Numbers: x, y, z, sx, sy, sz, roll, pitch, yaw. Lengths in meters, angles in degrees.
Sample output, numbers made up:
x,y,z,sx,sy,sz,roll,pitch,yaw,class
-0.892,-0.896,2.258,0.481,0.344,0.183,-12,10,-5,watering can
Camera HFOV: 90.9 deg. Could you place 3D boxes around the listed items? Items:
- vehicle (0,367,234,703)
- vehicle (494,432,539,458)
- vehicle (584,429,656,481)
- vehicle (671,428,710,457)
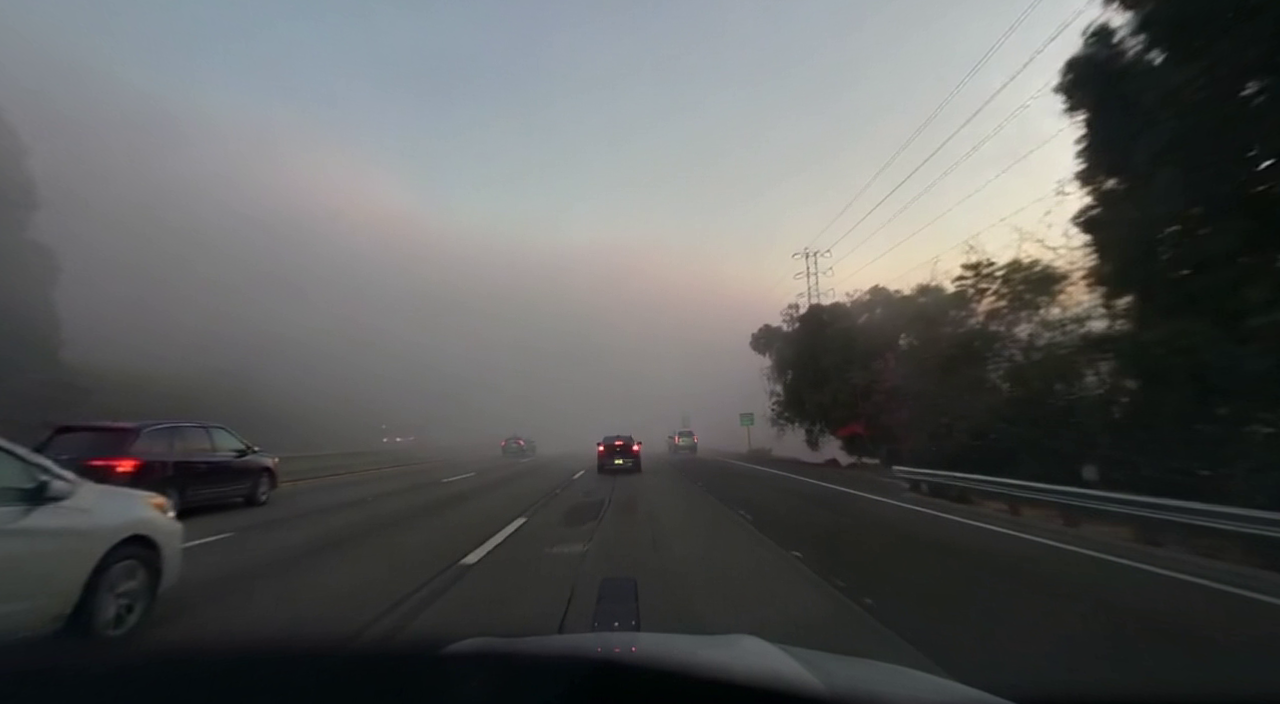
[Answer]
x,y,z,sx,sy,sz,roll,pitch,yaw,class
-3.830,0.778,2.117,1.901,1.601,4.610,0,-8,-1,vehicle
-7.705,5.812,39.582,1.992,1.494,4.133,0,-8,0,vehicle
-0.615,3.206,20.027,2.086,1.488,3.440,0,-8,-1,vehicle
3.100,5.660,39.431,1.950,1.695,4.446,0,-8,-2,vehicle
